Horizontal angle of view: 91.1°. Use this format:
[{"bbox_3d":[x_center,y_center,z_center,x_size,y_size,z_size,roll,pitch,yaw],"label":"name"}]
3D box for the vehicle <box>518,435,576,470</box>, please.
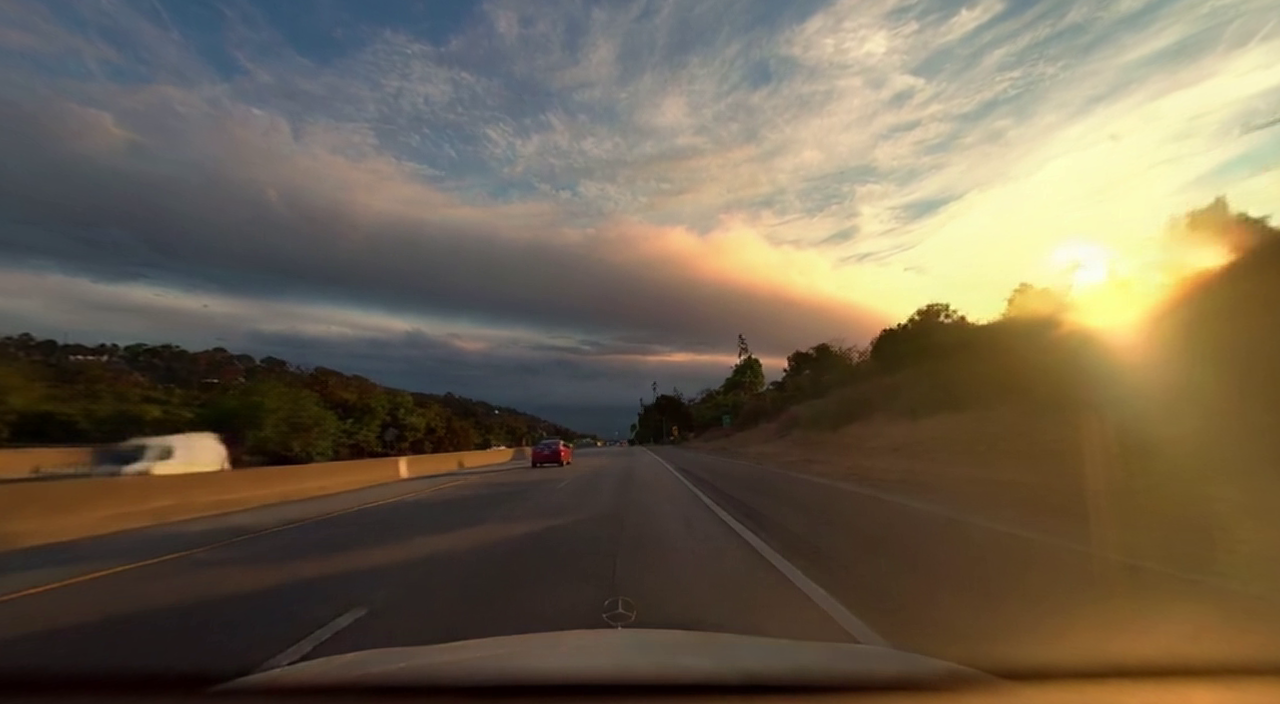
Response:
[{"bbox_3d":[-4.251,4.660,29.489,2.063,1.496,4.225,0,-8,0],"label":"vehicle"}]
